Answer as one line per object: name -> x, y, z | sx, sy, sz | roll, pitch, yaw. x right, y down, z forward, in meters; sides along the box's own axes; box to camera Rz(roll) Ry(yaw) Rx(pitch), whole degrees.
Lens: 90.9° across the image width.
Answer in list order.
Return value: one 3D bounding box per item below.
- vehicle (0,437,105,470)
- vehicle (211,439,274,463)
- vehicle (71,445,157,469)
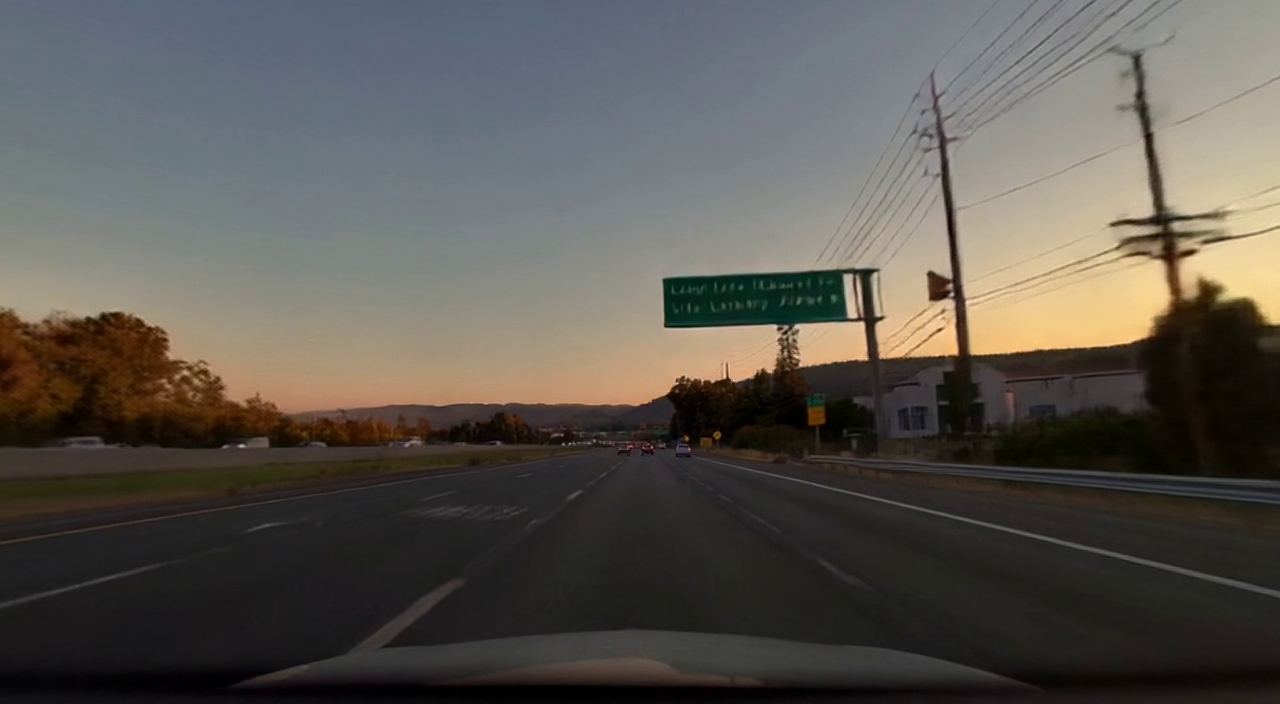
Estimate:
vehicle -> -30.328, 5.161, 32.339 | 1.886, 1.494, 4.292 | -1, -7, 3
vehicle -> -29.664, 7.359, 47.208 | 1.806, 1.648, 4.438 | 0, -7, 0
vehicle -> -33.943, 6.757, 40.876 | 1.713, 1.464, 4.397 | 0, -8, 1
